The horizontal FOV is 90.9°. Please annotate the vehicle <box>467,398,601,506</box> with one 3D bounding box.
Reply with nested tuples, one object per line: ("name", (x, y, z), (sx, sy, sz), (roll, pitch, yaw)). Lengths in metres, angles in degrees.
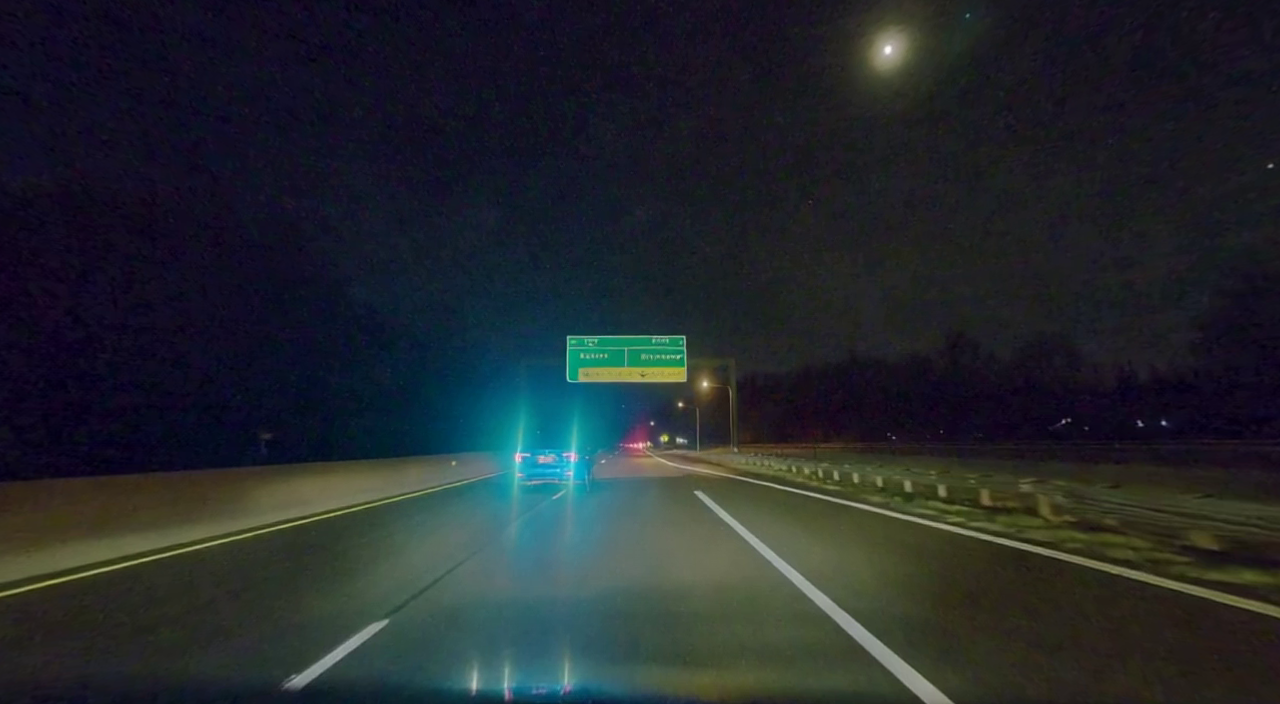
("vehicle", (-2.291, 2.364, 15.247), (2.248, 2.154, 4.892), (0, -8, 2))
